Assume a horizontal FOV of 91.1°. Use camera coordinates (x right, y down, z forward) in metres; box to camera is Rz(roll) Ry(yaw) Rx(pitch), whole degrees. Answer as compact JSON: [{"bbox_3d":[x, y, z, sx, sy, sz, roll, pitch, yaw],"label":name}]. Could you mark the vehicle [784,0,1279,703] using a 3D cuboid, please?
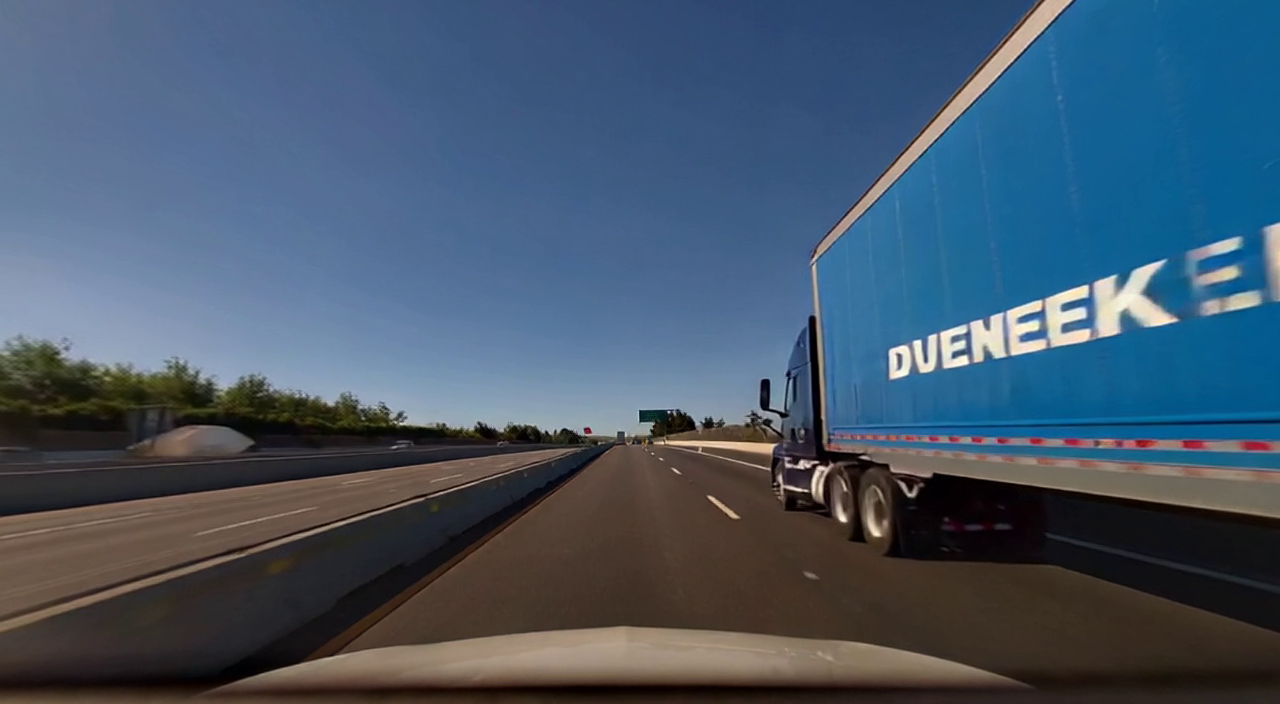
[{"bbox_3d":[3.859,-0.111,4.442,2.995,3.911,10.582,0,-8,-1],"label":"vehicle"}]
